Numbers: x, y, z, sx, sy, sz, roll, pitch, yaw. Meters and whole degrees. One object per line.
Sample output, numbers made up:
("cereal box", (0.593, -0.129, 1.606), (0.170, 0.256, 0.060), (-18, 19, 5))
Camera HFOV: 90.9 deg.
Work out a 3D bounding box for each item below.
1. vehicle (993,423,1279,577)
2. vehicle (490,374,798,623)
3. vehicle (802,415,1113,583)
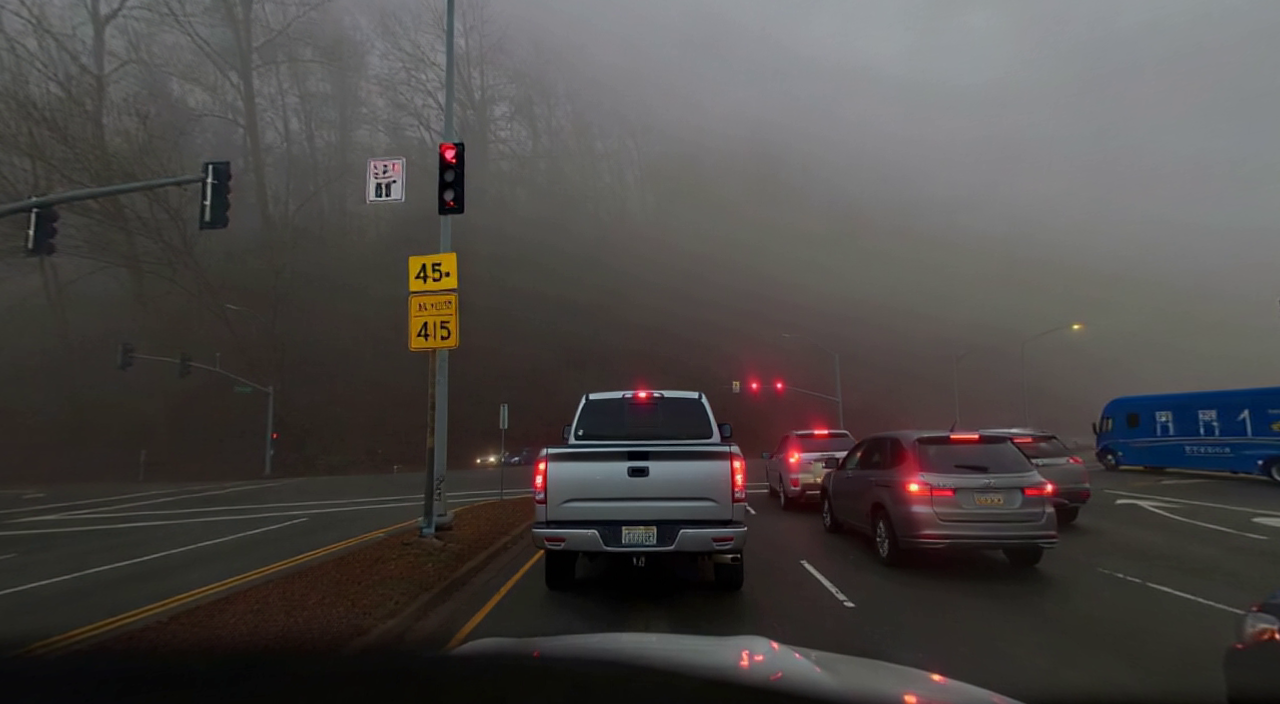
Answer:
("vehicle", (6.858, 1.744, 8.257), (1.973, 1.470, 4.228), (0, -8, 0))
("vehicle", (0.069, 1.474, 7.356), (2.326, 1.880, 4.964), (0, -8, 1))
("vehicle", (3.598, 1.720, 8.174), (1.981, 1.616, 4.006), (0, -8, 1))
